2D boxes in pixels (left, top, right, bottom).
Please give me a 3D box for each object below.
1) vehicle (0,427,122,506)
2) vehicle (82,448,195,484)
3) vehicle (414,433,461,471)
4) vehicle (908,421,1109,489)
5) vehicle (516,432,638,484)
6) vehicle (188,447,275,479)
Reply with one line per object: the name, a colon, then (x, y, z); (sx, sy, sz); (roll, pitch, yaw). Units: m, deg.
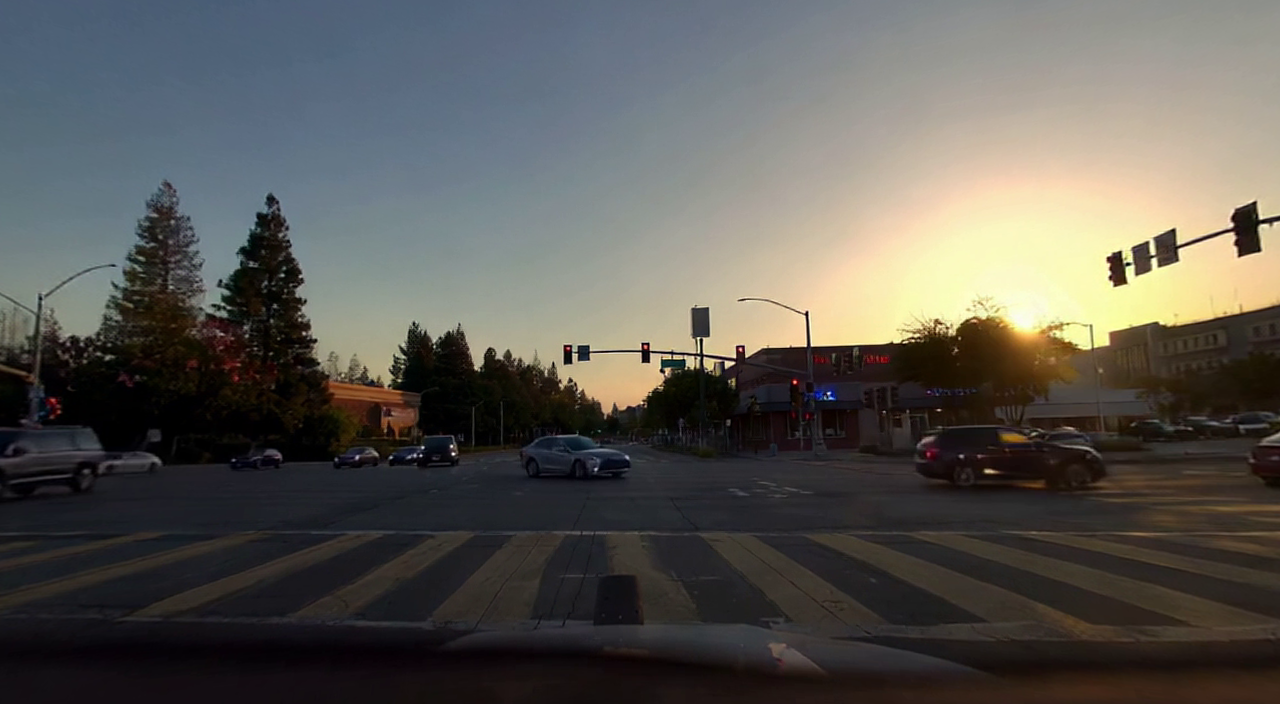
vehicle: (-16.386, 2.945, 16.365); (1.977, 1.878, 4.575); (0, -9, 0)
vehicle: (-27.726, 6.284, 35.171); (2.007, 1.783, 4.694); (-1, -9, 8)
vehicle: (-11.312, 5.573, 35.442); (2.223, 1.972, 5.310); (2, -9, -17)
vehicle: (10.930, 3.112, 19.180); (4.767, 1.877, 2.017); (-2, -9, 12)
vehicle: (-2.313, 3.780, 22.812); (4.180, 1.678, 1.982); (-7, -11, 37)
vehicle: (-23.013, 6.217, 35.818); (1.938, 1.676, 4.483); (0, -9, 0)
